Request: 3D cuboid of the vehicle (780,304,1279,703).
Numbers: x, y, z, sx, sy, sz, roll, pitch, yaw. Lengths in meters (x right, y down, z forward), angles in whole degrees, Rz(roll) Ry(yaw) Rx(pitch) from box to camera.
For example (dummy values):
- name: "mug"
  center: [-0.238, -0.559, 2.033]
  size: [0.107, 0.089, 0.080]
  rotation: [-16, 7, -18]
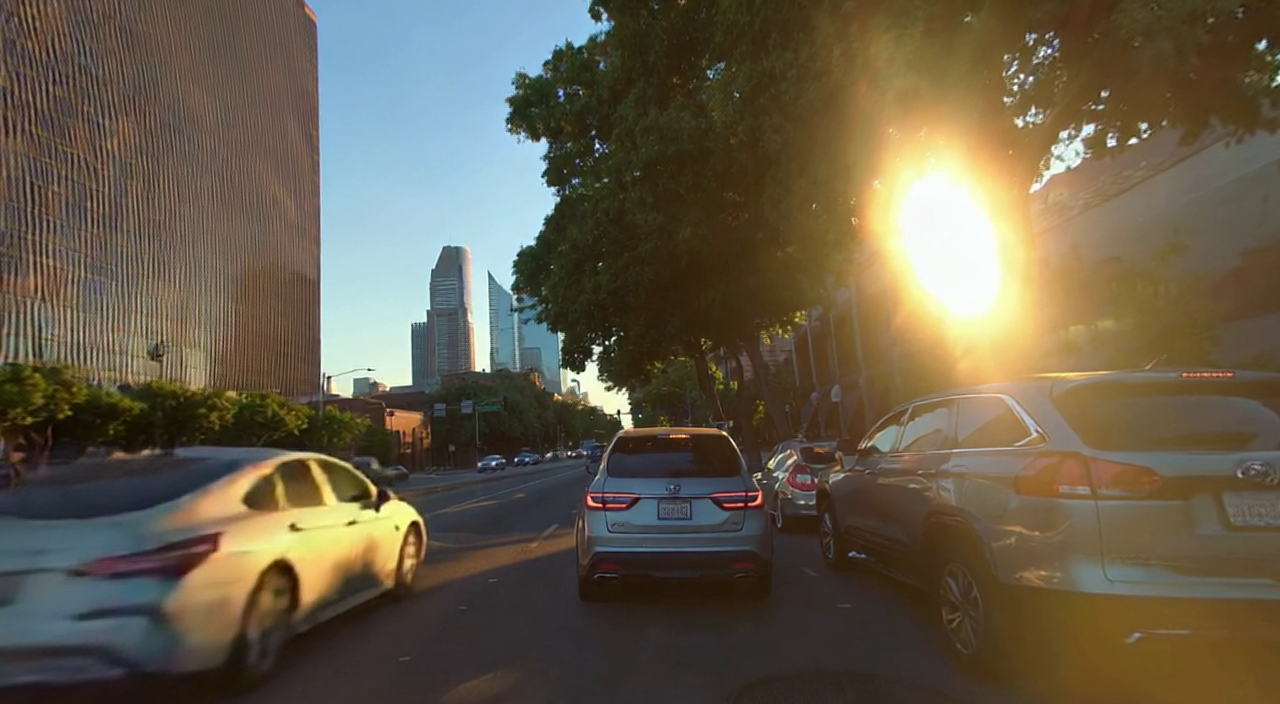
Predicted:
- name: "vehicle"
  center: [2.748, 1.078, 4.921]
  size: [2.117, 1.855, 4.794]
  rotation: [0, -9, -1]

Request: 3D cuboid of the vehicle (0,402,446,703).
- name: "vehicle"
  center: [-3.046, 1.215, 4.020]
  size: [2.088, 1.483, 4.708]
  rotation: [0, -9, 0]

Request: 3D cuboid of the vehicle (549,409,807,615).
- name: "vehicle"
  center: [0.239, 1.543, 6.869]
  size: [2.045, 1.608, 3.573]
  rotation: [0, -9, -2]
